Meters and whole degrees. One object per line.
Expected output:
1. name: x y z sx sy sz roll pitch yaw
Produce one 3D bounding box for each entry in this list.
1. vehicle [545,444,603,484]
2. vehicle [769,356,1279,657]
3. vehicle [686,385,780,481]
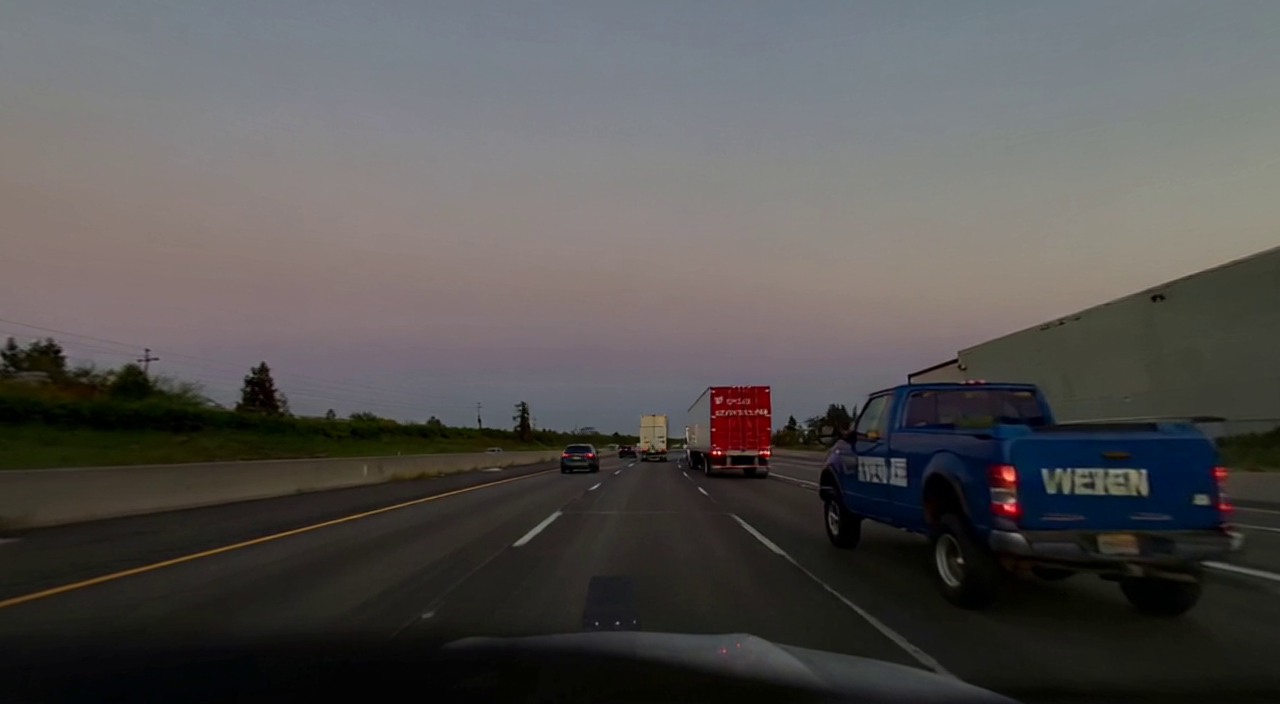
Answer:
1. vehicle: -2.595 4.522 25.950 2.024 1.472 4.014 0 -9 -1
2. vehicle: 3.828 1.542 7.887 2.809 1.919 7.507 0 -9 -1
3. vehicle: 4.380 4.387 33.221 2.951 3.974 13.340 0 -9 0
